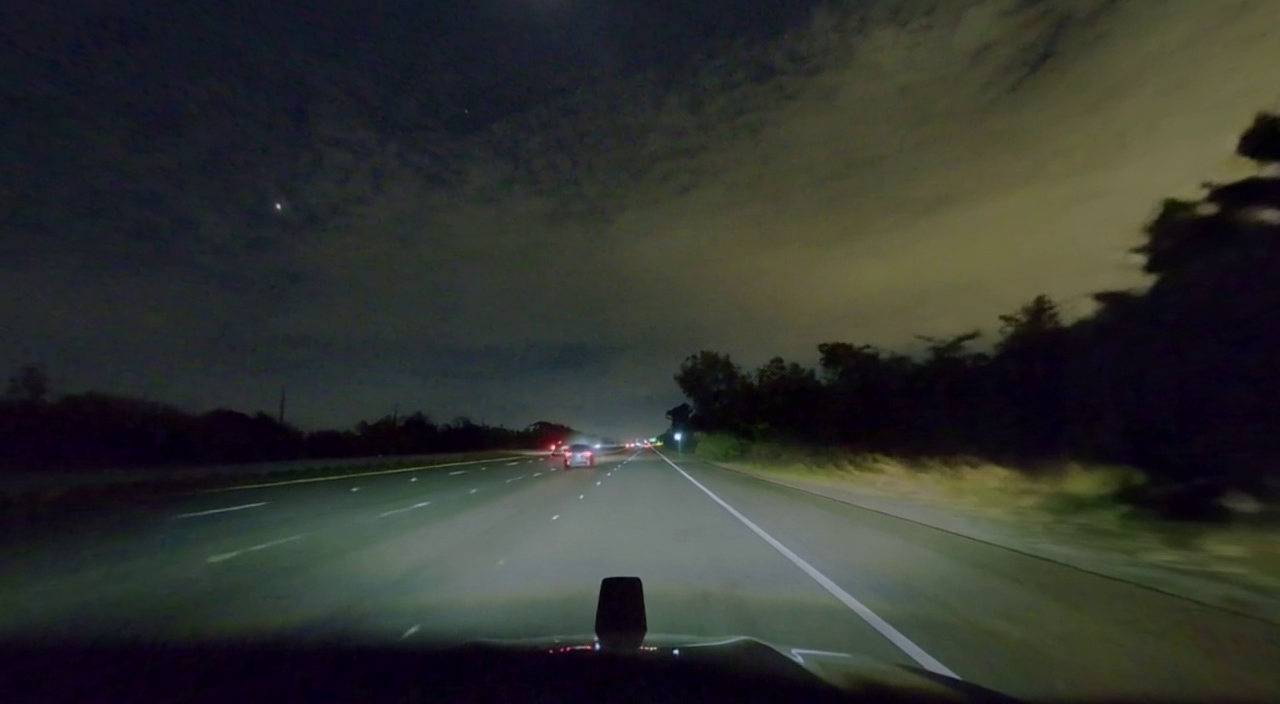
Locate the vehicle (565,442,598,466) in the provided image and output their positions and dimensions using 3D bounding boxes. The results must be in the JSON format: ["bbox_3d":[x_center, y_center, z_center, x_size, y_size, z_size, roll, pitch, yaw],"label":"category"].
[{"bbox_3d":[-3.827,6.740,41.782,1.786,1.488,4.023,0,-8,0],"label":"vehicle"}]
